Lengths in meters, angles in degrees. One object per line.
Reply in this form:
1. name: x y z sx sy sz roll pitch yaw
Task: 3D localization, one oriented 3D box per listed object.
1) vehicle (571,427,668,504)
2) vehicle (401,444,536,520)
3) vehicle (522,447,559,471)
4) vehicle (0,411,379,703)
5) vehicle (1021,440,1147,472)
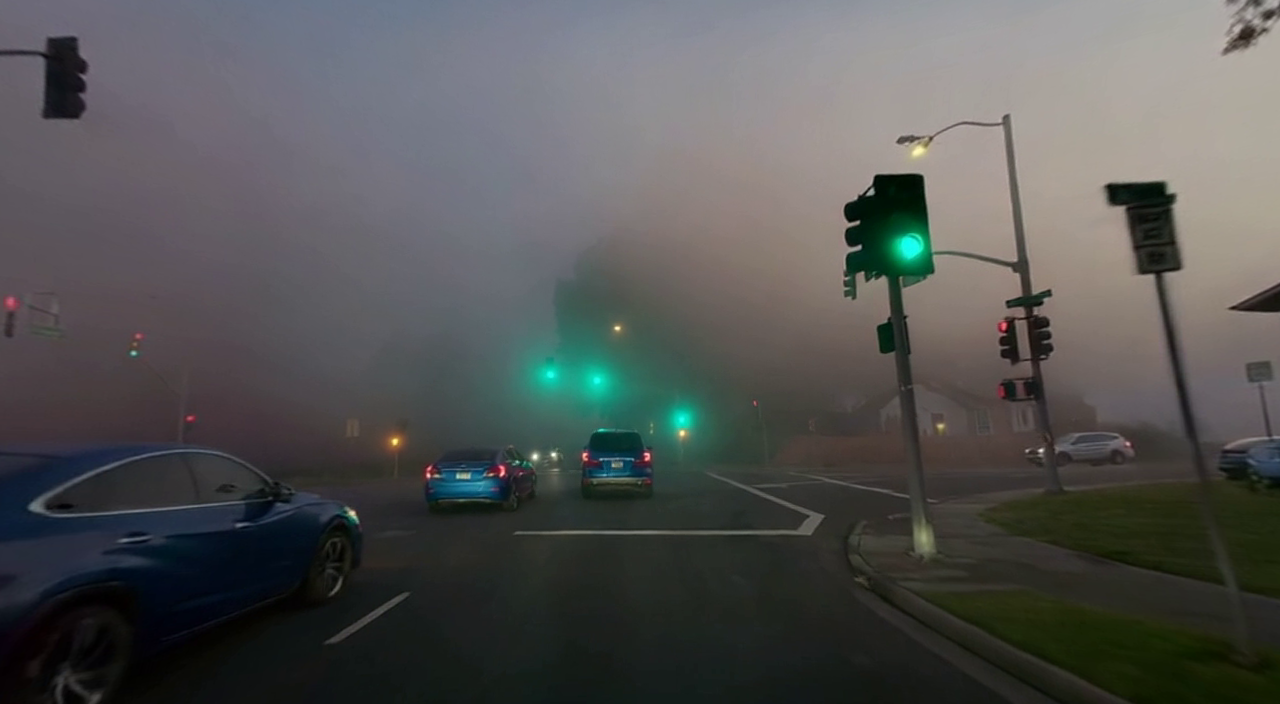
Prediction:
1. vehicle: -0.548 3.156 17.994 2.396 1.881 4.606 0 -8 -1
2. vehicle: -3.696 2.860 14.517 1.934 1.459 4.368 0 -8 -1
3. vehicle: -7.470 8.054 47.796 2.069 1.651 4.431 0 -8 0
4. vehicle: -3.484 1.152 3.581 1.977 1.488 4.741 0 -8 0
5. vehicle: 20.699 4.878 29.648 4.353 1.431 1.876 -2 -9 13
